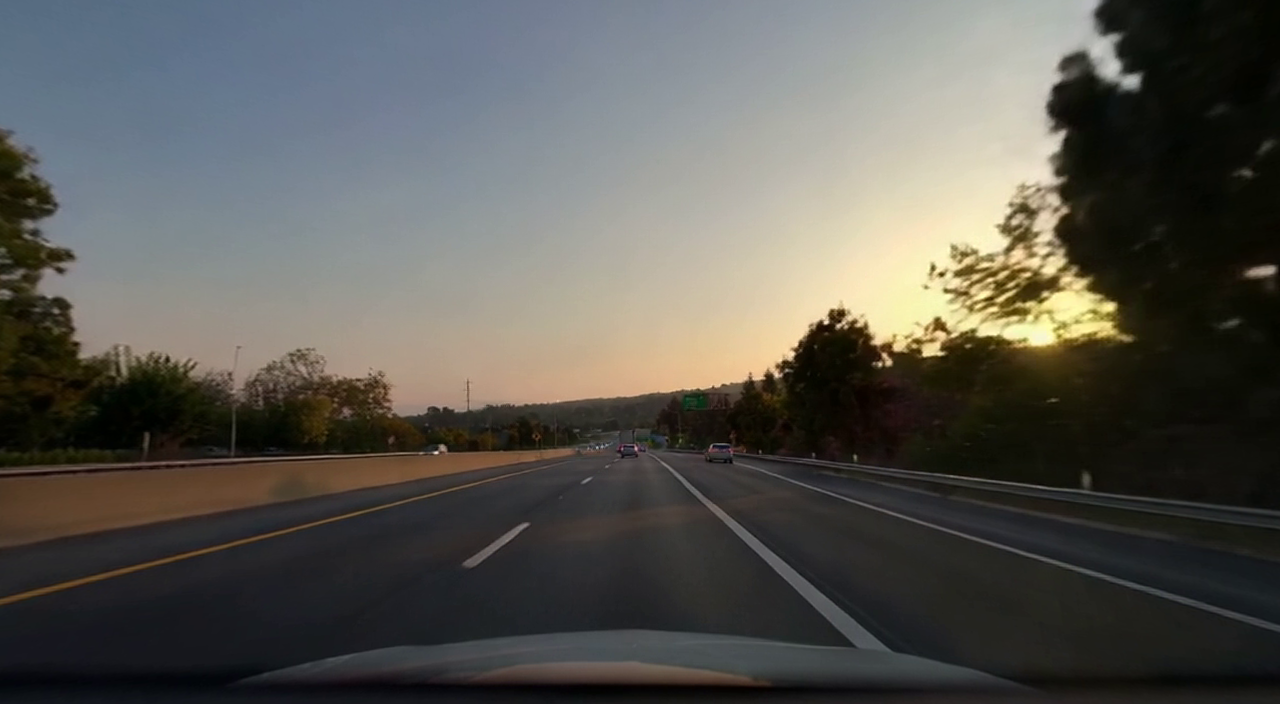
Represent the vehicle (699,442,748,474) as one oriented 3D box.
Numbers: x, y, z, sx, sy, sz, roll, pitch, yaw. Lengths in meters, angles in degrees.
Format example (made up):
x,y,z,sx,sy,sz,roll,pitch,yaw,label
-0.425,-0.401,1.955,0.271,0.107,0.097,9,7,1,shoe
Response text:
x,y,z,sx,sy,sz,roll,pitch,yaw,label
4.527,5.823,34.835,2.085,1.594,4.848,0,-9,1,vehicle
